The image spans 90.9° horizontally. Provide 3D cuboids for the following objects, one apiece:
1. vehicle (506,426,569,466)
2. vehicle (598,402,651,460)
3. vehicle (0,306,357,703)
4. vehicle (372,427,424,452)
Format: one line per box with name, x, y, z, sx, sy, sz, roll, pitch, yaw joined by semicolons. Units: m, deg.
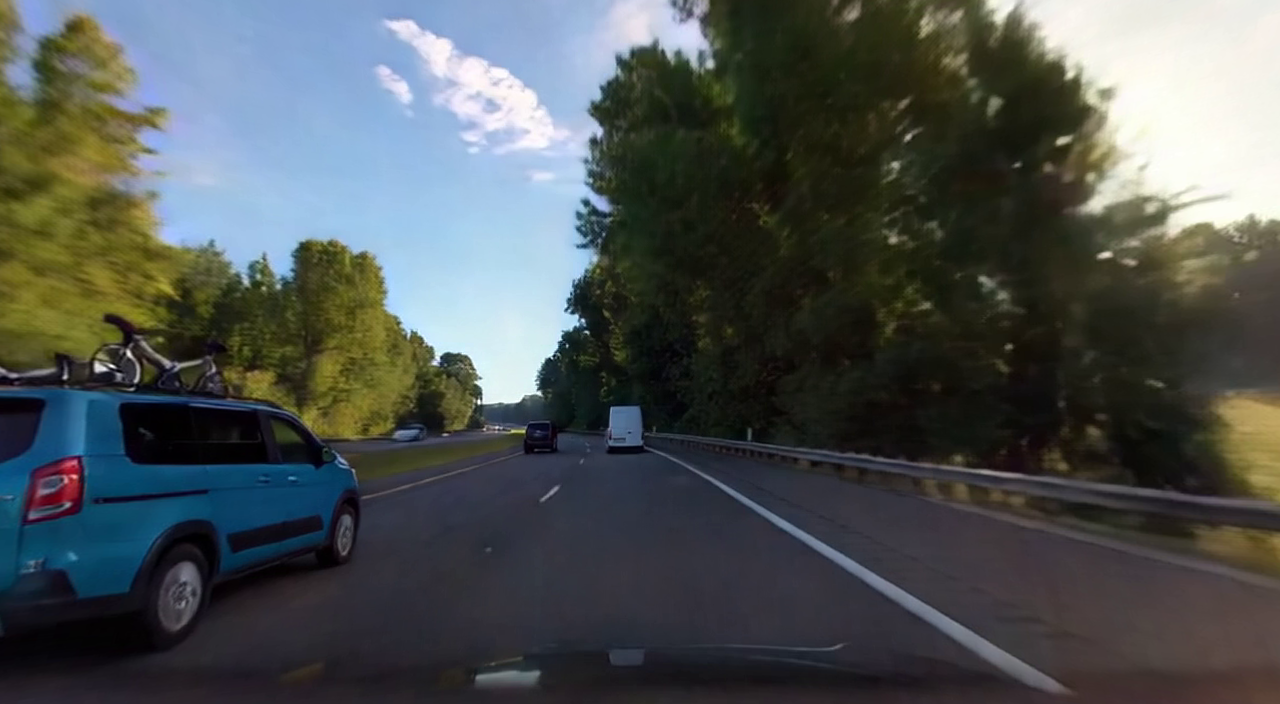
vehicle;-4.434;4.139;28.041;2.110;1.636;4.453;0;-8;-1
vehicle;-0.905;4.380;34.710;2.647;2.896;6.480;0;-8;-2
vehicle;-3.672;0.830;3.545;2.069;1.751;4.720;0;-8;-2
vehicle;-17.417;6.331;45.631;1.896;1.674;4.911;0;-8;-1
